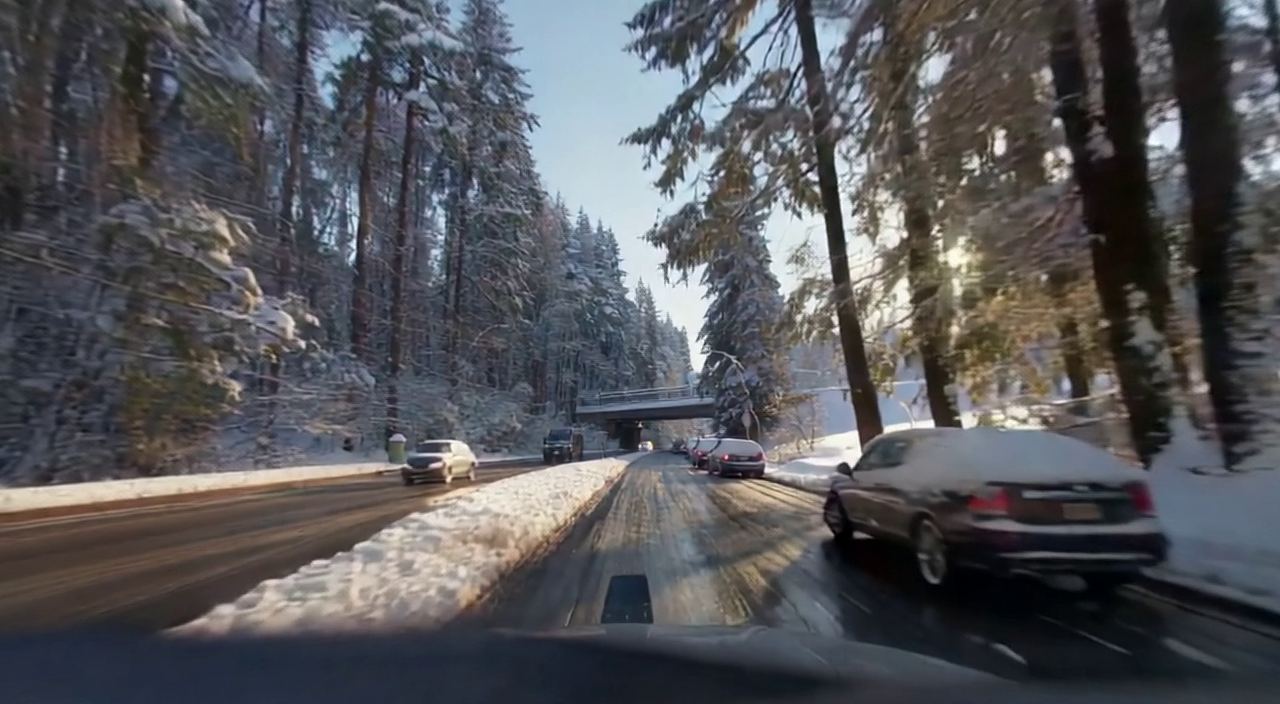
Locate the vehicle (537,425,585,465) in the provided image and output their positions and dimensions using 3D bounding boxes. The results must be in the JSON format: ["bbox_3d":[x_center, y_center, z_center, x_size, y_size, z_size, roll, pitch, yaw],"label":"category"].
[{"bbox_3d":[-5.429,6.539,44.162,2.273,2.556,5.337,-2,-9,4],"label":"vehicle"}]

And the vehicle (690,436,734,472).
[{"bbox_3d":[4.014,5.792,35.849,1.985,1.895,4.496,-1,-9,1],"label":"vehicle"}]

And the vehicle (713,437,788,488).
[{"bbox_3d":[4.003,4.076,23.593,1.972,1.682,4.397,-1,-9,0],"label":"vehicle"}]

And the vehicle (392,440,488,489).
[{"bbox_3d":[-6.793,3.849,21.841,1.846,1.498,3.886,-2,-9,4],"label":"vehicle"}]

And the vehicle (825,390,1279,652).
[{"bbox_3d":[3.450,1.437,6.343,1.868,1.694,4.184,-1,-9,0],"label":"vehicle"}]
